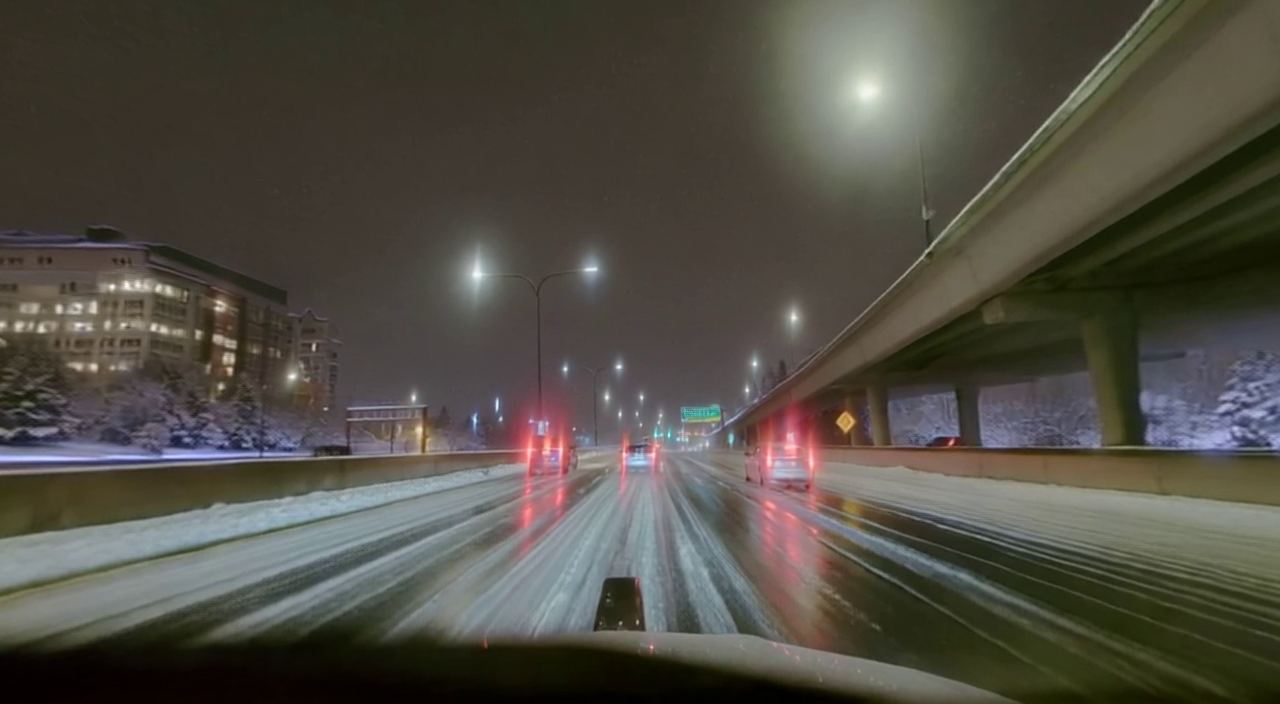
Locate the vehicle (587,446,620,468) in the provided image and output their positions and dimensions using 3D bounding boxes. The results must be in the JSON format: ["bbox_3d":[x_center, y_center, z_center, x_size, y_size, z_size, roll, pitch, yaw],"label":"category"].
[{"bbox_3d":[-2.570,7.474,45.116,1.868,1.431,4.055,0,-8,3],"label":"vehicle"}]

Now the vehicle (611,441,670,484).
[{"bbox_3d":[0.078,4.172,24.216,2.089,1.493,3.964,0,-8,2],"label":"vehicle"}]

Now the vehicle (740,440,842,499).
[{"bbox_3d":[4.219,3.318,18.290,1.974,1.490,3.994,0,-8,0],"label":"vehicle"}]

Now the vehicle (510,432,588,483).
[{"bbox_3d":[-3.478,4.151,25.094,2.142,1.819,4.648,0,-8,3],"label":"vehicle"}]
